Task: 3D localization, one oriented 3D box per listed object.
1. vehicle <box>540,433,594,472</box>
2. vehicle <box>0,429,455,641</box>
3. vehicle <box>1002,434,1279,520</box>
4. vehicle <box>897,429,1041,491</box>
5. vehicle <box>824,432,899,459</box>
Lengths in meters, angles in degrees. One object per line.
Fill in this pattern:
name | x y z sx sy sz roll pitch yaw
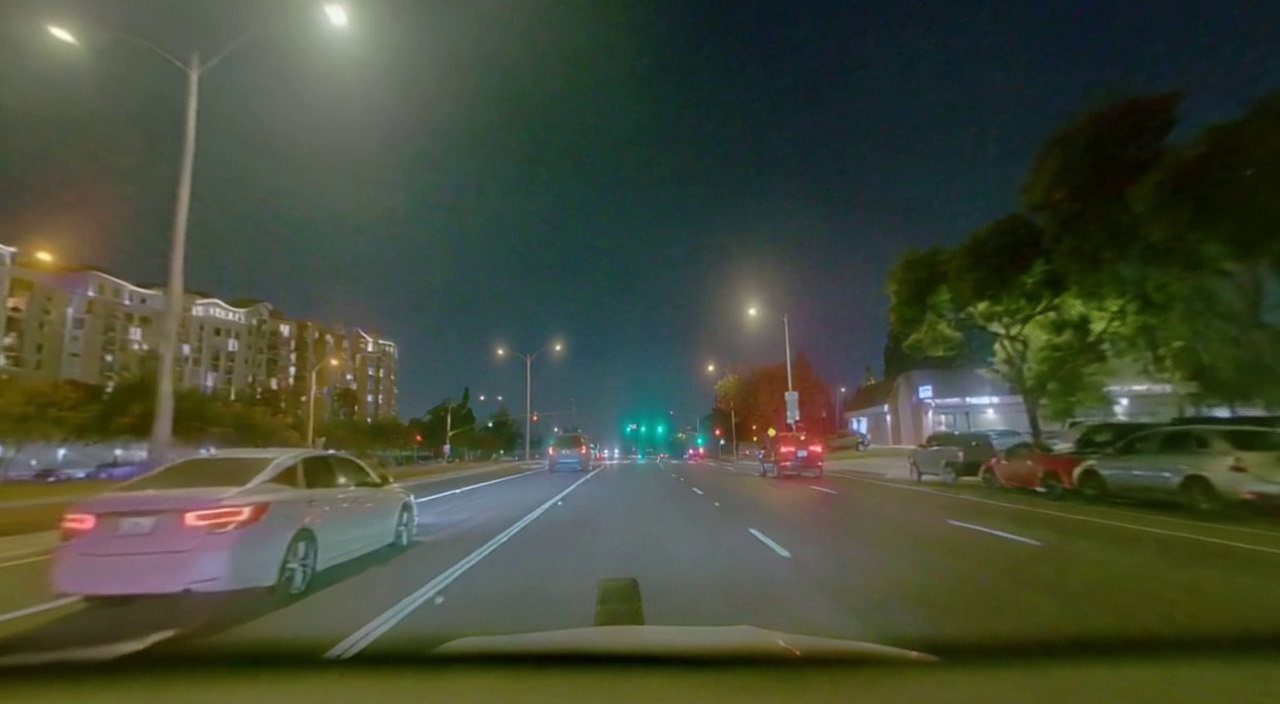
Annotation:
vehicle | -3.733 5.255 33.312 2.220 1.888 4.904 0 -8 1
vehicle | -3.673 1.595 6.657 2.144 1.447 4.421 0 -8 -1
vehicle | 9.947 2.433 12.974 2.045 1.418 4.869 0 -8 -1
vehicle | 9.898 3.271 19.488 1.992 1.664 4.246 0 -8 -2
vehicle | 15.096 6.409 43.262 4.399 1.722 2.202 -1 -8 9
